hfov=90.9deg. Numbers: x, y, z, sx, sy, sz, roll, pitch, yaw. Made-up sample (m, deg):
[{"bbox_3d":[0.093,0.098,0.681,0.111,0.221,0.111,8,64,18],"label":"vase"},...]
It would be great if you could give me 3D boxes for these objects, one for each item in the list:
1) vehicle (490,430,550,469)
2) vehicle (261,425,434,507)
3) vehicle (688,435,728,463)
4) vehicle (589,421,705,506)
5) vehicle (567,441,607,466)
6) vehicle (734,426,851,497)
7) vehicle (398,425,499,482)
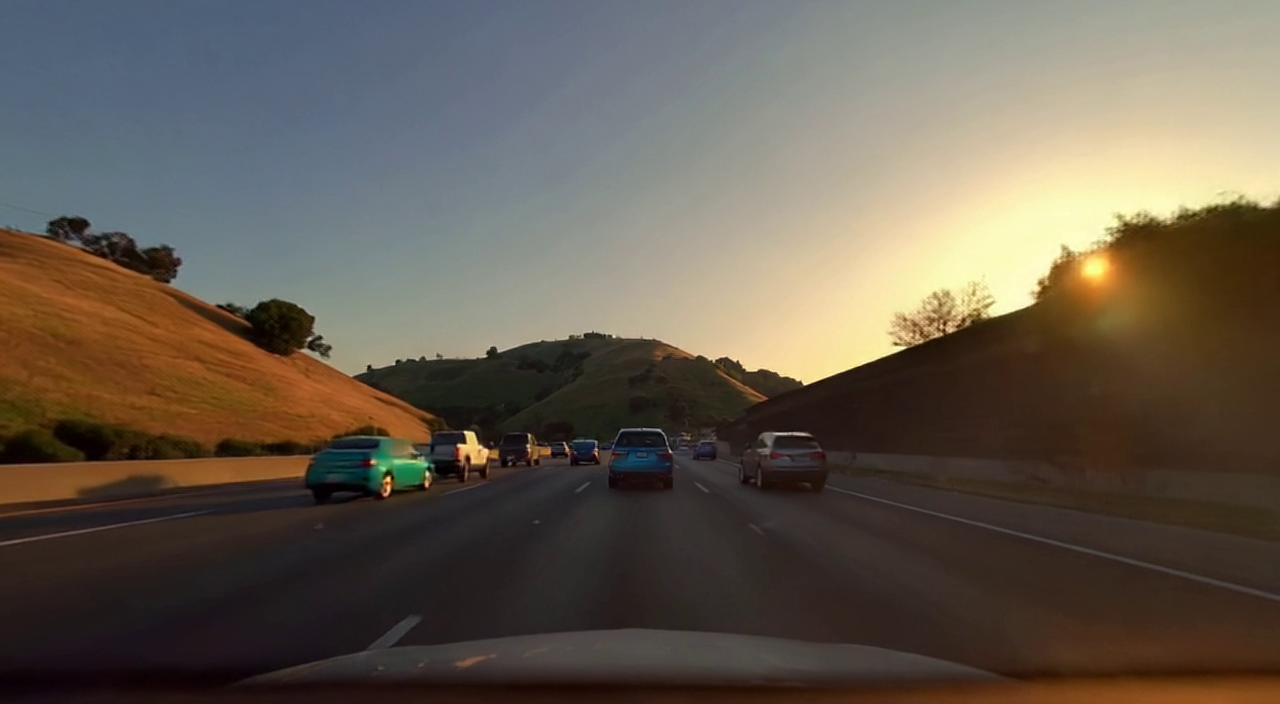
[{"bbox_3d":[-6.572,5.439,35.287,2.294,1.982,5.040,0,-9,1],"label":"vehicle"},{"bbox_3d":[-6.869,2.727,15.480,2.024,1.706,4.462,0,-9,1],"label":"vehicle"},{"bbox_3d":[4.774,6.952,45.161,2.204,1.852,5.845,0,-9,0],"label":"vehicle"},{"bbox_3d":[0.165,2.693,15.586,2.447,1.804,4.273,0,-9,0],"label":"vehicle"},{"bbox_3d":[-3.237,6.277,39.135,2.108,1.442,4.143,0,-9,0],"label":"vehicle"},{"bbox_3d":[4.084,3.032,17.800,2.092,1.723,4.629,0,-9,-1],"label":"vehicle"},{"bbox_3d":[-7.159,3.873,24.296,2.230,1.928,5.112,0,-9,1],"label":"vehicle"}]
